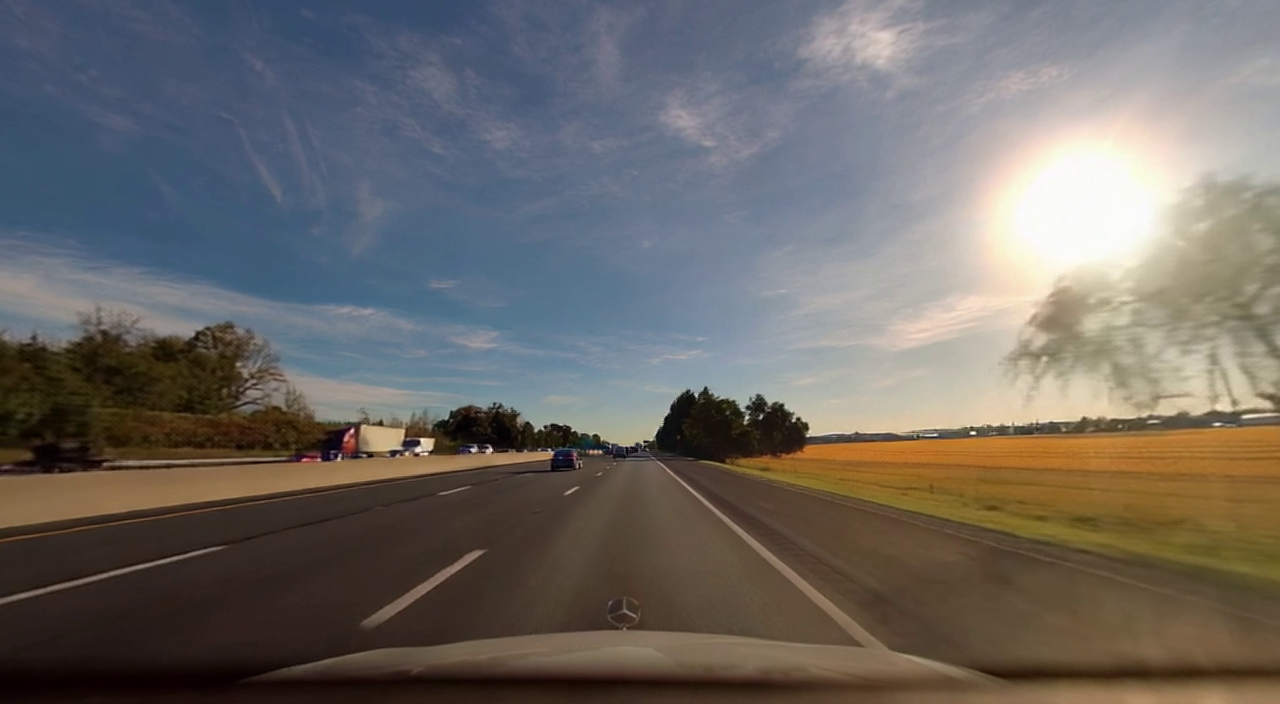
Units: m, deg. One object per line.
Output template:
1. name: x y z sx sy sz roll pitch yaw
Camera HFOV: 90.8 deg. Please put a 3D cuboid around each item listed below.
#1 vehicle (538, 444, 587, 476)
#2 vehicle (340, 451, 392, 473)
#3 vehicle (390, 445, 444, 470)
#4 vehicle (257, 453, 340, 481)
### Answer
1. vehicle: -3.931 5.528 32.541 1.954 1.541 4.079 0 -9 1
2. vehicle: -19.305 7.763 44.644 1.843 1.437 4.194 0 -9 0
3. vehicle: -15.729 7.481 44.816 2.100 1.678 4.963 0 -9 -1
4. vehicle: -19.296 6.508 35.923 1.947 1.459 4.851 0 -9 1
